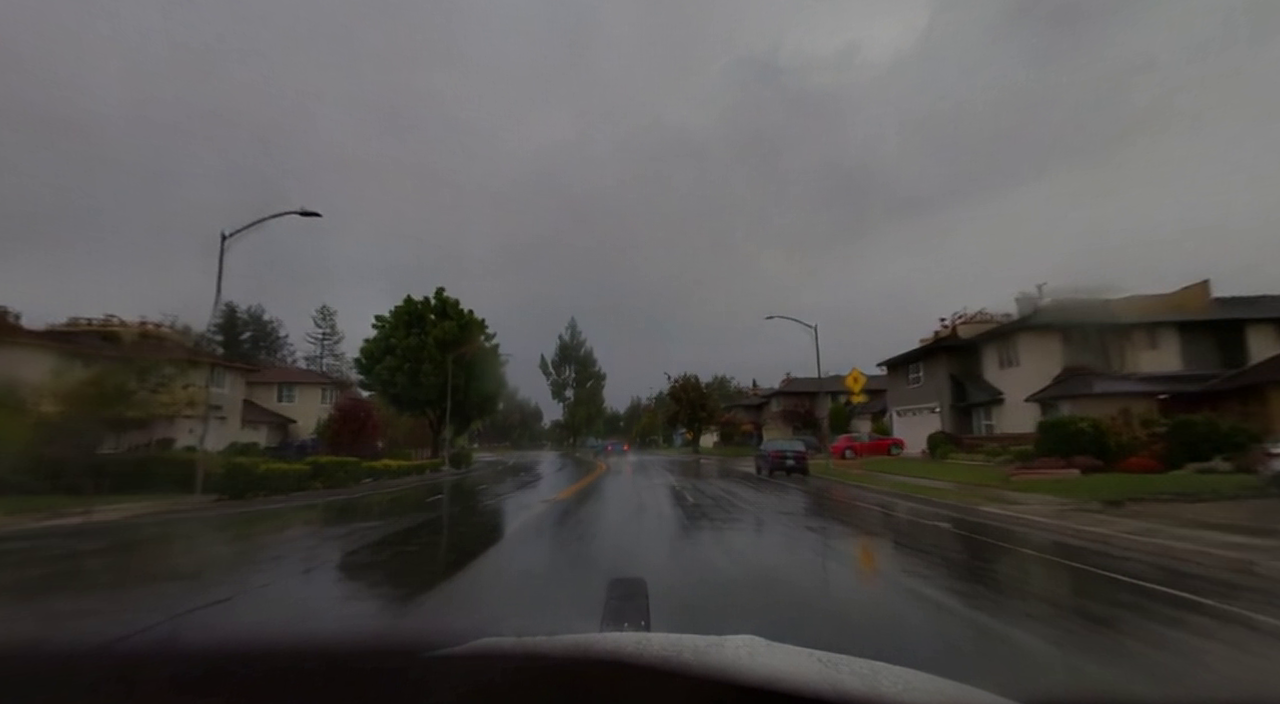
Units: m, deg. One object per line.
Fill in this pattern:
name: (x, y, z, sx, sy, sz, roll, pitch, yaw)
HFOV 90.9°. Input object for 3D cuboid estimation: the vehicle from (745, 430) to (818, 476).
vehicle: (6.842, 4.952, 31.259, 2.348, 1.986, 6.289, 0, -8, 2)

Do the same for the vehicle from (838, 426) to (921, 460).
vehicle: (15.890, 6.034, 42.281, 2.205, 1.995, 5.543, -1, -6, -16)

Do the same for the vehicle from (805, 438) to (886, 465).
vehicle: (12.564, 6.100, 38.566, 4.508, 1.462, 1.721, 4, -10, -17)
